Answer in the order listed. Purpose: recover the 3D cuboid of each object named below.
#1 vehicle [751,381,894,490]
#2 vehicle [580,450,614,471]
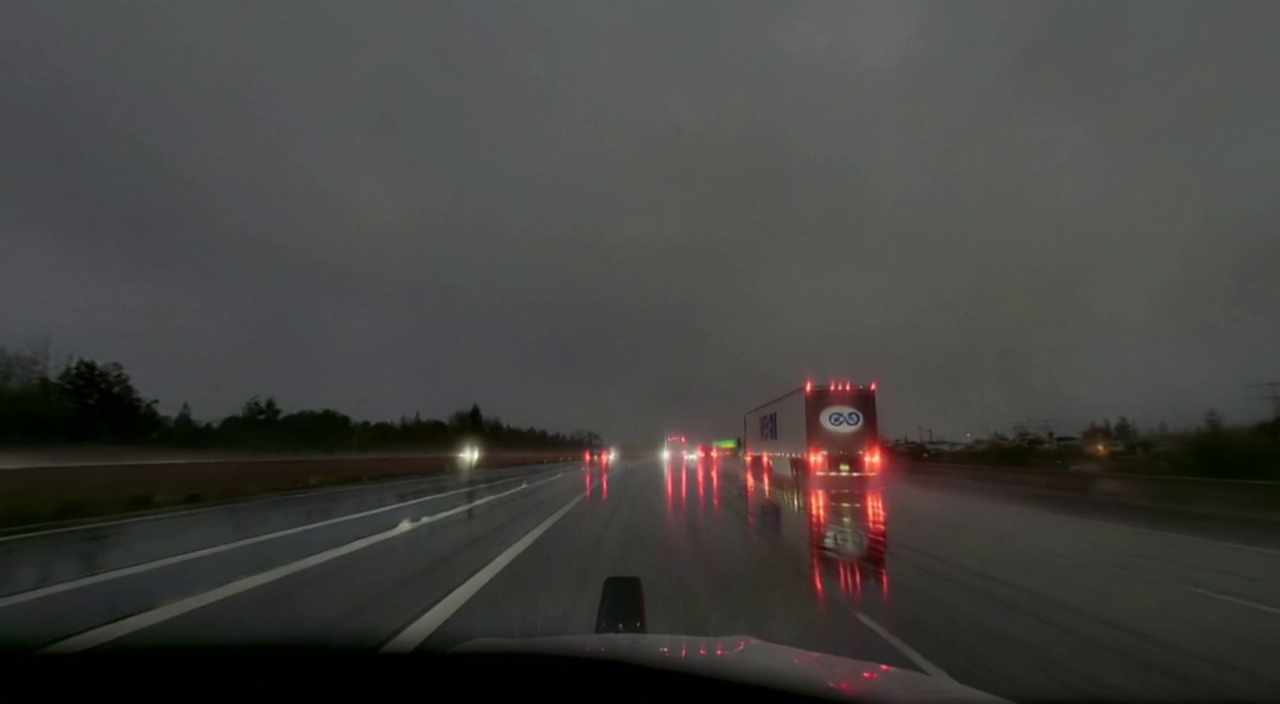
[{"bbox_3d":[8.334,4.338,31.832,2.912,4.143,15.538,0,-9,1],"label":"vehicle"},{"bbox_3d":[-3.190,8.139,47.515,2.164,1.507,4.748,0,-9,1],"label":"vehicle"}]
